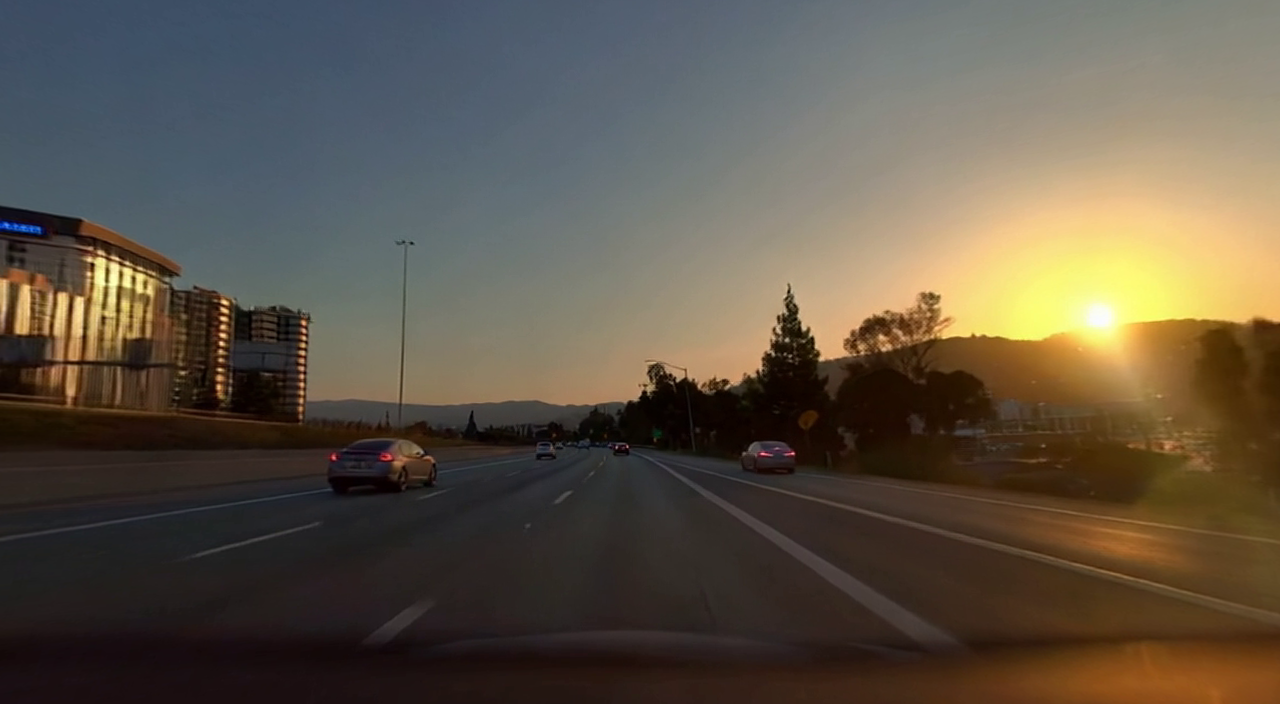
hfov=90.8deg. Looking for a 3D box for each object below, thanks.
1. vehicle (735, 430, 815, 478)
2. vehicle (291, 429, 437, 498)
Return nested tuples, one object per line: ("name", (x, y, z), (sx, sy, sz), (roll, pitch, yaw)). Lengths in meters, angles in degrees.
("vehicle", (5.341, 4.115, 25.627), (2.023, 1.782, 4.193), (0, -9, -4))
("vehicle", (-7.596, 3.128, 18.060), (2.030, 1.672, 4.913), (0, -9, -1))
